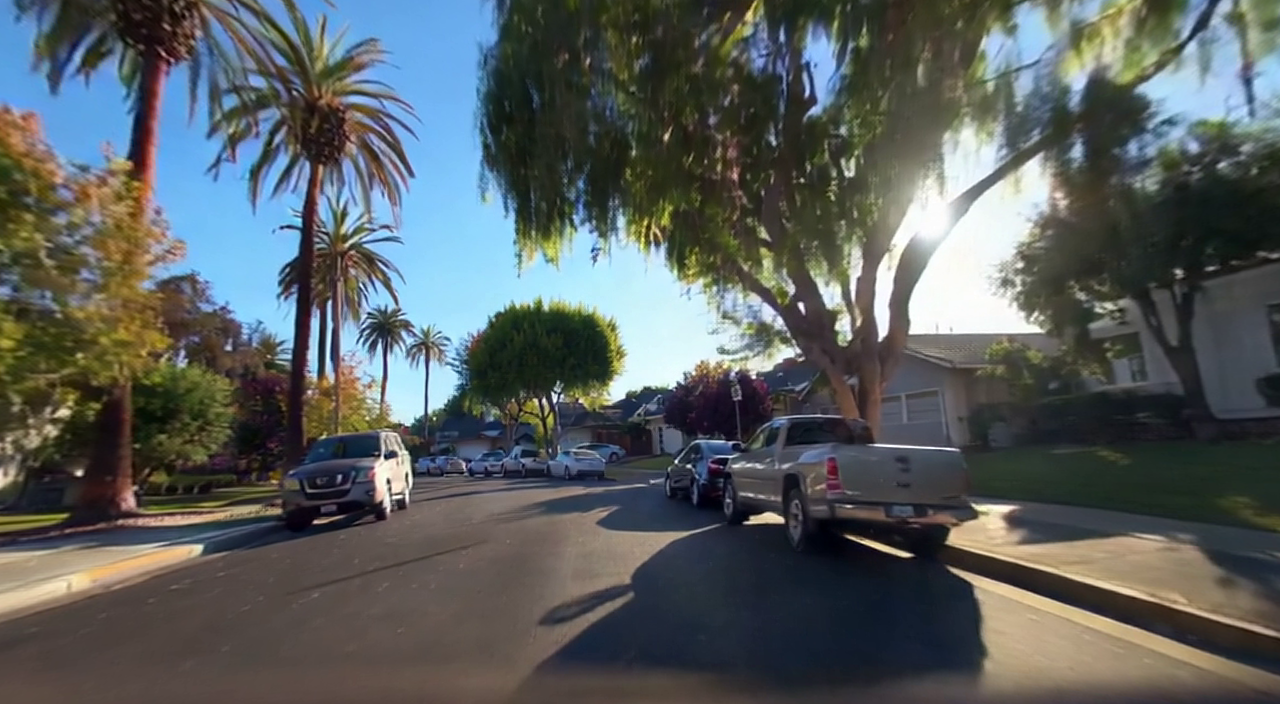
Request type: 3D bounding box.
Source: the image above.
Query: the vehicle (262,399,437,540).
[{"bbox_3d":[-6.333,2.593,14.634,2.337,2.289,6.092,-6,-7,-14],"label":"vehicle"}]

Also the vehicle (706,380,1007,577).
[{"bbox_3d":[2.530,1.641,9.019,2.139,1.997,4.864,1,-8,-6],"label":"vehicle"}]

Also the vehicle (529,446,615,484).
[{"bbox_3d":[-3.265,5.171,29.204,2.108,1.503,4.977,5,-9,-30],"label":"vehicle"}]

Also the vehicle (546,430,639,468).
[{"bbox_3d":[-3.020,6.213,40.372,5.510,2.121,2.129,0,-8,15],"label":"vehicle"}]

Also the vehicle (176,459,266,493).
[{"bbox_3d":[-32.129,9.530,48.292,5.628,2.109,2.395,1,-13,18],"label":"vehicle"}]

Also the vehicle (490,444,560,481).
[{"bbox_3d":[-6.250,5.870,33.799,1.918,1.753,4.655,6,-10,-34],"label":"vehicle"}]

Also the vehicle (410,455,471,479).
[{"bbox_3d":[-14.036,8.043,44.175,4.768,1.484,2.006,-8,-11,44],"label":"vehicle"}]
